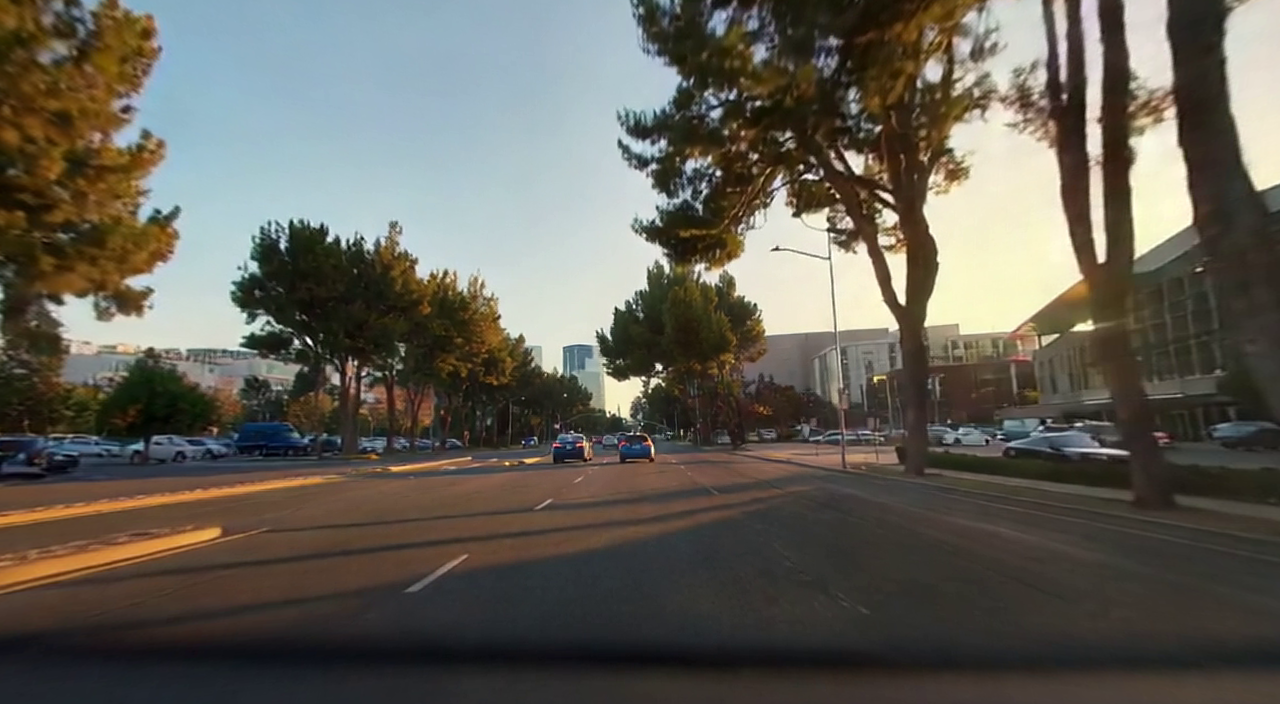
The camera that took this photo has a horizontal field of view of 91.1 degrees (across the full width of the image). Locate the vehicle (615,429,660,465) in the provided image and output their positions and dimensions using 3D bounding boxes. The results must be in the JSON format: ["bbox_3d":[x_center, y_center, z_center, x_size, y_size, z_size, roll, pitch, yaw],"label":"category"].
[{"bbox_3d":[-0.107,4.670,30.890,2.042,1.641,4.187,0,-8,0],"label":"vehicle"}]

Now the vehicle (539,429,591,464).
[{"bbox_3d":[-3.792,4.881,32.560,2.113,1.713,4.422,0,-8,1],"label":"vehicle"}]

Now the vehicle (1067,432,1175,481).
[{"bbox_3d":[14.826,3.164,19.285,3.703,1.353,1.993,8,-11,-43],"label":"vehicle"}]

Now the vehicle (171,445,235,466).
[{"bbox_3d":[-34.100,8.082,49.015,3.654,1.375,1.779,-1,-6,0],"label":"vehicle"}]

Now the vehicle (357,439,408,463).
[{"bbox_3d":[-19.452,7.502,47.616,1.946,1.725,4.508,0,-8,-1],"label":"vehicle"}]

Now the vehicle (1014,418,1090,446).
[{"bbox_3d":[31.515,6.130,48.084,4.175,2.084,2.155,0,-9,1],"label":"vehicle"}]

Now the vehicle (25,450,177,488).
[{"bbox_3d":[-23.023,4.950,26.972,2.026,1.425,4.595,-7,-11,41],"label":"vehicle"}]

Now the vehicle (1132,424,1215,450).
[{"bbox_3d":[35.018,5.597,41.352,1.903,1.630,3.895,0,-8,-1],"label":"vehicle"}]
